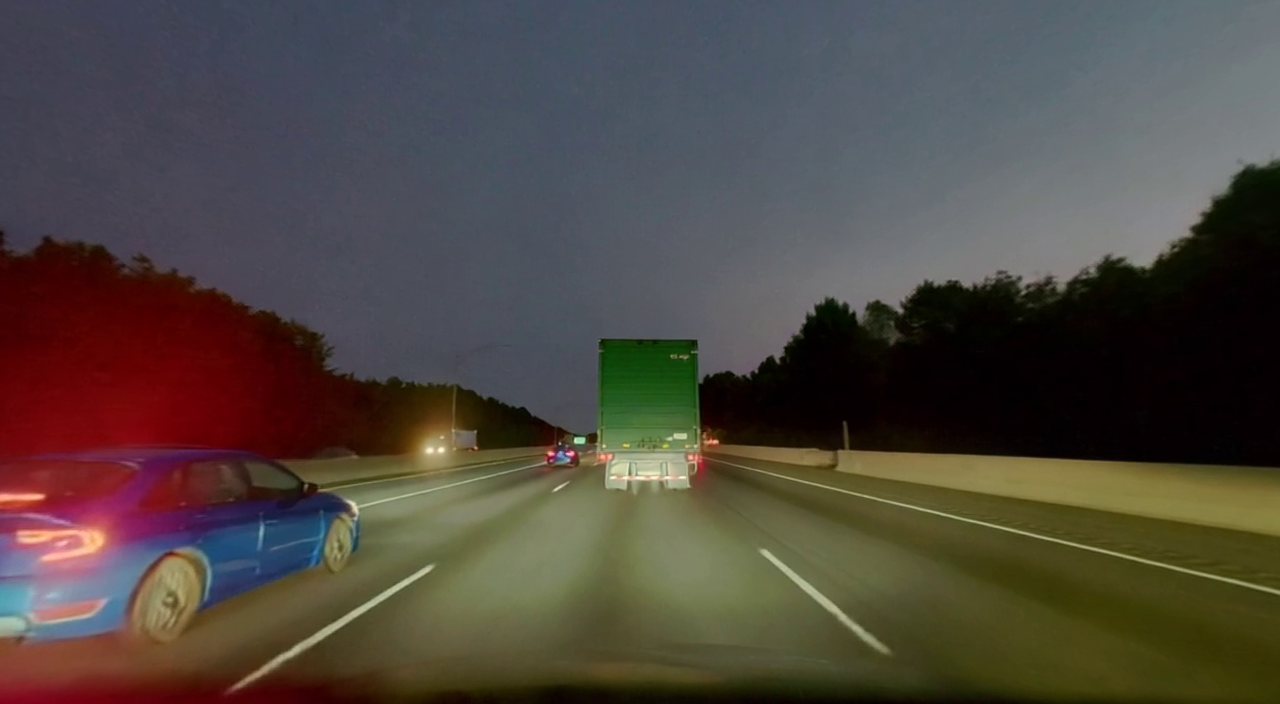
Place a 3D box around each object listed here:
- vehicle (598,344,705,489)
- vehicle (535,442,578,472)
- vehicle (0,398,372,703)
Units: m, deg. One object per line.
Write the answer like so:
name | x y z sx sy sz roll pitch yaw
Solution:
vehicle | 0.246 2.610 23.613 3.073 4.196 10.546 0 -8 -1
vehicle | -4.591 5.814 35.243 1.854 1.530 4.268 0 -8 0
vehicle | -4.227 1.293 4.955 2.116 1.571 4.849 0 -8 0
